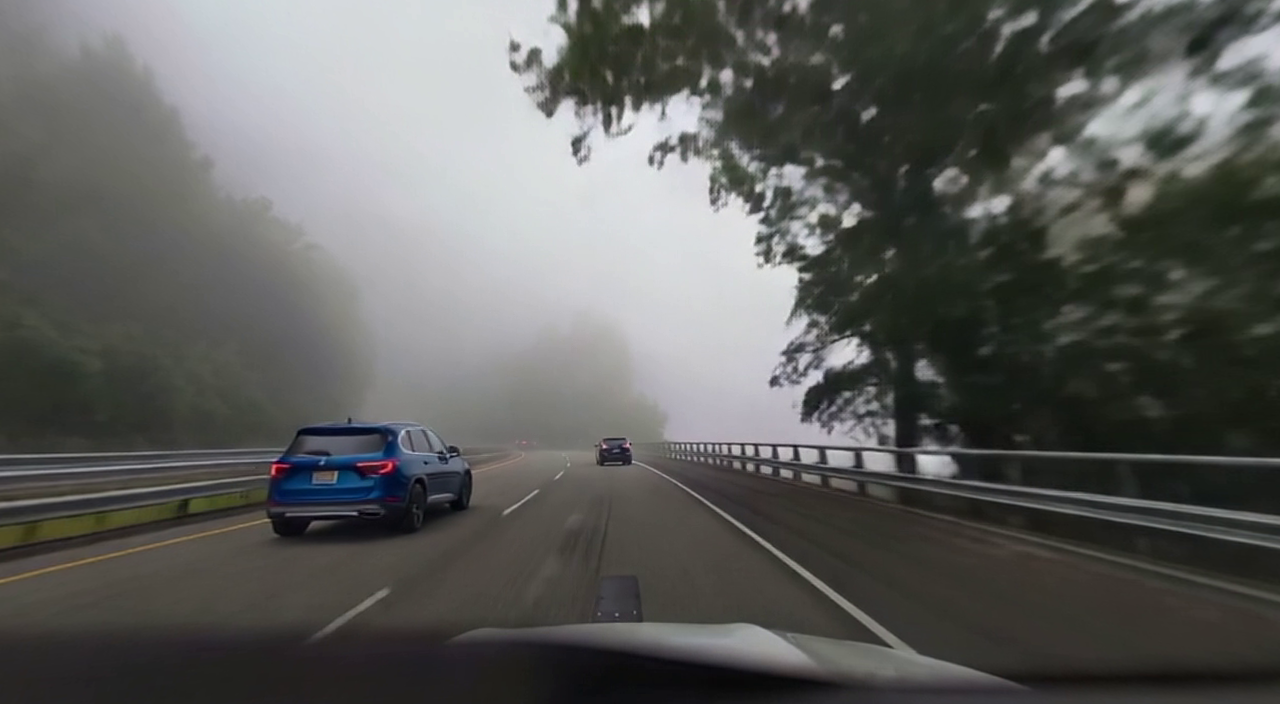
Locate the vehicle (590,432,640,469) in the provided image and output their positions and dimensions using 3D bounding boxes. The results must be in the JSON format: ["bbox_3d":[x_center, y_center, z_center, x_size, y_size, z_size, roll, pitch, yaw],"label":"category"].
[{"bbox_3d":[-1.409,5.196,33.562,2.452,1.857,4.022,1,-8,-5],"label":"vehicle"}]

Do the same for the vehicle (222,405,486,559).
[{"bbox_3d":[-4.069,1.906,10.109,2.053,1.847,4.760,0,-8,-1],"label":"vehicle"}]
